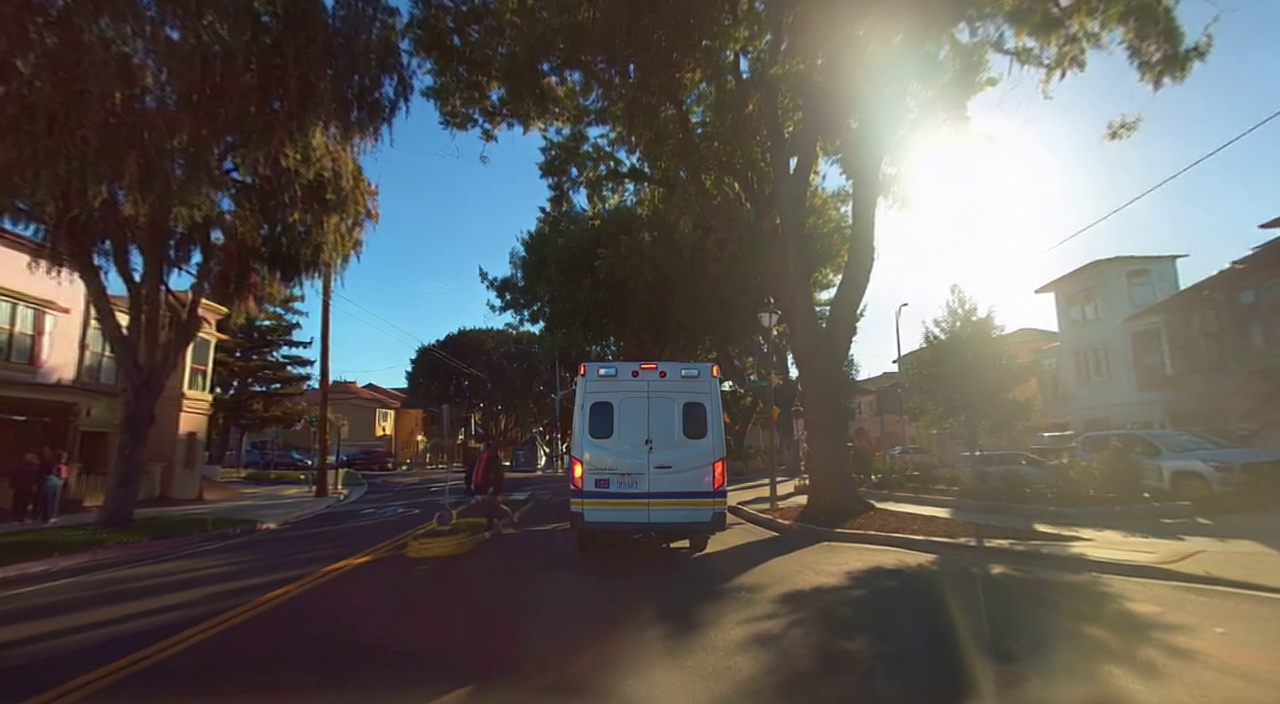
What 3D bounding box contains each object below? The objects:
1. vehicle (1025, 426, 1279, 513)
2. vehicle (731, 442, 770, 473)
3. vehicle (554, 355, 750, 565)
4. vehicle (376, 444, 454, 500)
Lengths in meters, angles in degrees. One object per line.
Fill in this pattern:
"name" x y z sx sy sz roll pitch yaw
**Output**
"vehicle" 13.220 2.933 16.044 5.270 1.966 2.329 -2 -9 11
"vehicle" 7.004 6.711 40.427 2.056 1.810 4.502 -1 -8 5
"vehicle" 0.147 1.745 10.794 2.444 2.640 5.482 0 -8 0
"vehicle" -8.418 4.323 23.324 2.290 1.776 4.947 3 -9 -24
